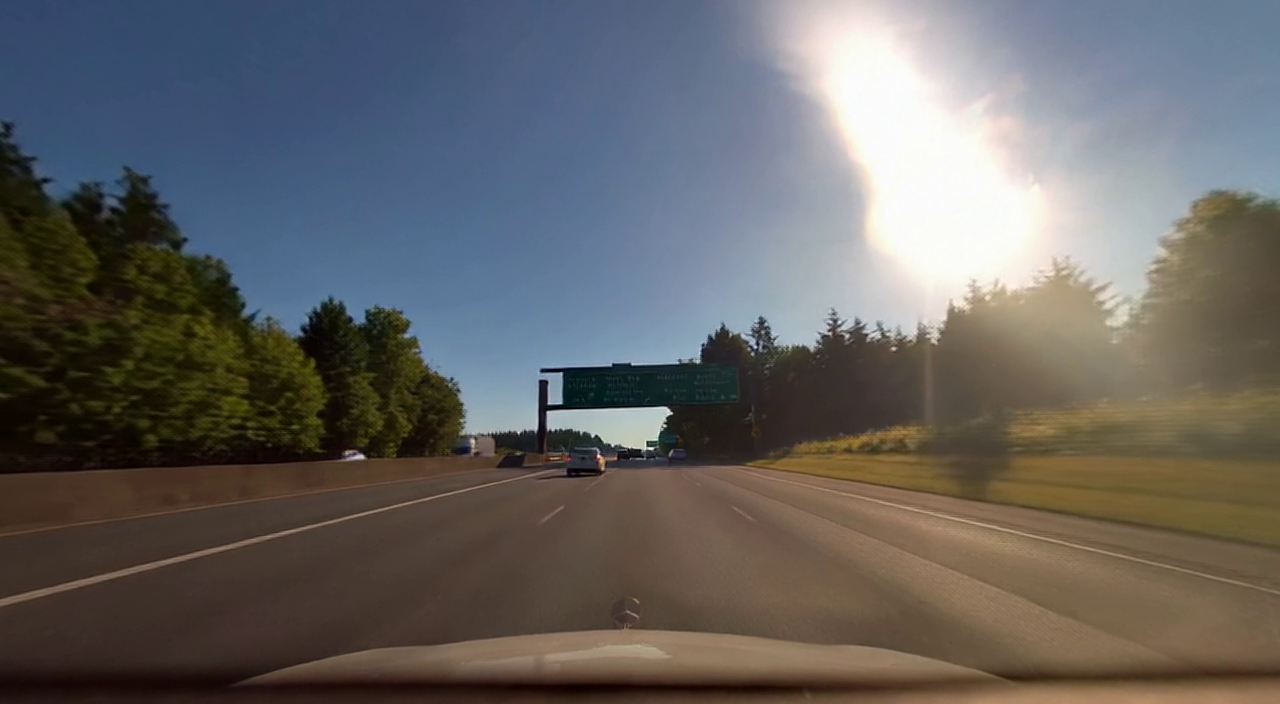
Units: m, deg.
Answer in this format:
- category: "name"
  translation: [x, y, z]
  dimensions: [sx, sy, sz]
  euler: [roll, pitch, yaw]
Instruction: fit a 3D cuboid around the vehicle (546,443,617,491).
- category: "vehicle"
  translation: [-1.985, 4.085, 22.623]
  dimensions: [1.936, 1.545, 4.116]
  euler: [-1, -9, 3]
